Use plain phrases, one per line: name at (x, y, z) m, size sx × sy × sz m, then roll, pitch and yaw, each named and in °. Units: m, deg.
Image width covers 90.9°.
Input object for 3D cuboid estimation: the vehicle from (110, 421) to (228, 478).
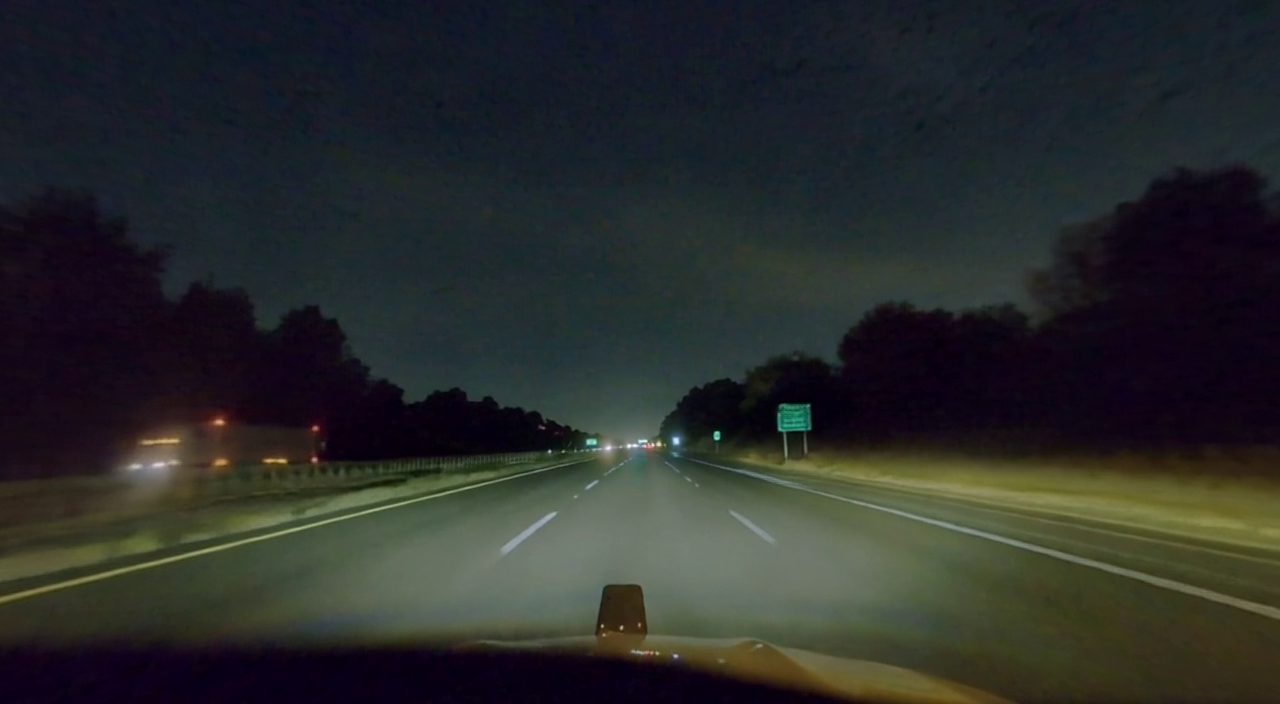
vehicle at (-35.649, 7.376, 48.179) m, size 3.029 × 3.941 × 7.412 m, roll -1°, pitch -8°, yaw 1°
